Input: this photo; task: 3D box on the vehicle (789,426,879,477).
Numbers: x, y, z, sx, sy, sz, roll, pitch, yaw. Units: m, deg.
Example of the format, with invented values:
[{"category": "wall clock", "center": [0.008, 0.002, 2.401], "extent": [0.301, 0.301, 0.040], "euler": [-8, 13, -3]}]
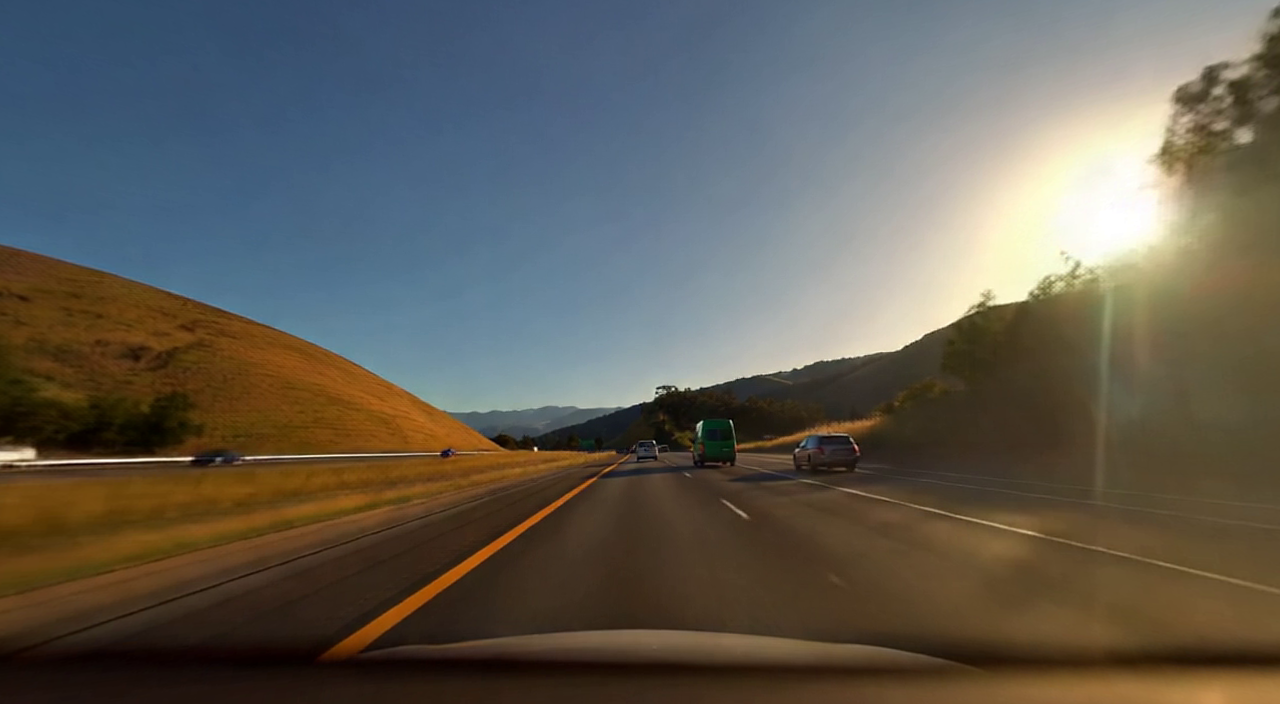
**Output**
[{"category": "vehicle", "center": [8.089, 4.213, 26.892], "extent": [2.240, 1.925, 4.854], "euler": [0, -8, 0]}]

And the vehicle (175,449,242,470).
[{"category": "vehicle", "center": [-31.879, 7.909, 46.765], "extent": [1.795, 1.448, 4.524], "euler": [0, -8, 0]}]

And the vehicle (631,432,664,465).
[{"category": "vehicle", "center": [0.487, 6.703, 43.921], "extent": [2.131, 2.122, 4.473], "euler": [0, -8, 0]}]

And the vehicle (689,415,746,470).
[{"category": "vehicle", "center": [4.044, 4.904, 34.235], "extent": [2.302, 2.670, 6.176], "euler": [0, -8, 0]}]
